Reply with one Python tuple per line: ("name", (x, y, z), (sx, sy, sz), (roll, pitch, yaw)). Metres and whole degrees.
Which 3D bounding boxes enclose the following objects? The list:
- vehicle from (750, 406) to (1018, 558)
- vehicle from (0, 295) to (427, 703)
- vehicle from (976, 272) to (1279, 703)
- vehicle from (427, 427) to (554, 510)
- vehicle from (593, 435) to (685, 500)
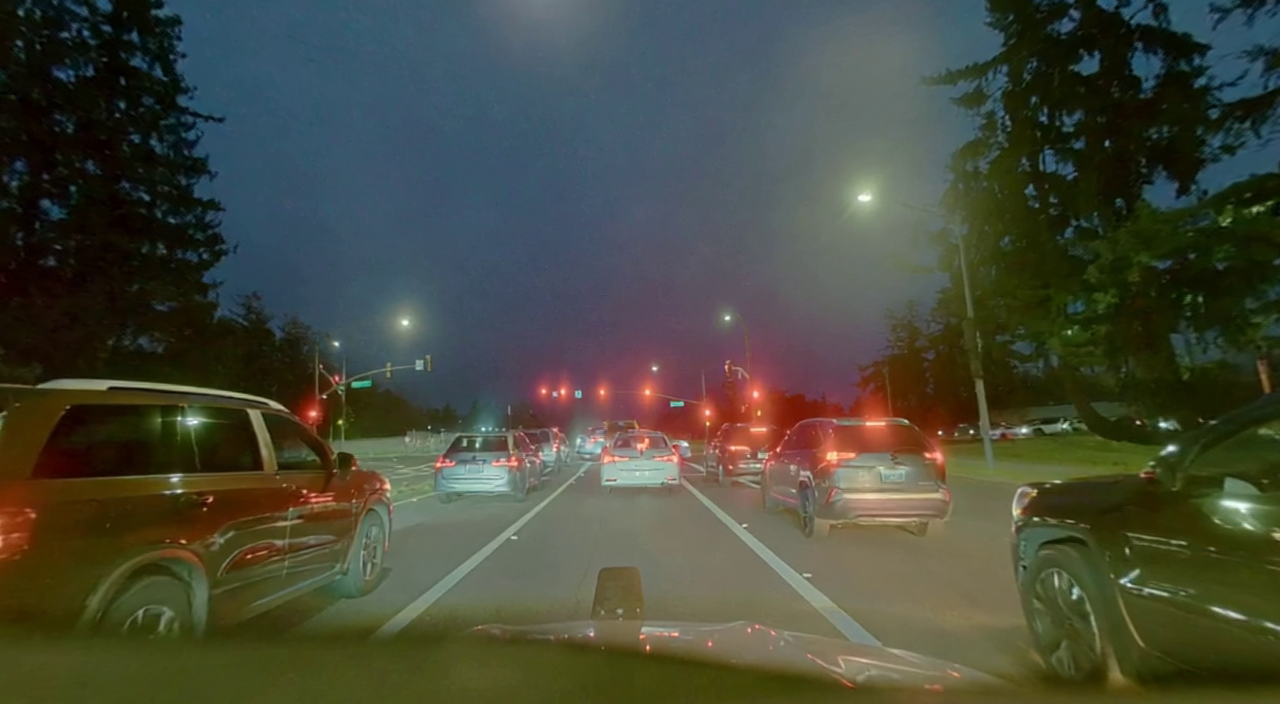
("vehicle", (3.129, 1.771, 9.311), (2.074, 1.685, 4.387), (0, -8, -2))
("vehicle", (-3.227, 1.012, 4.209), (2.079, 1.756, 4.676), (0, -8, -2))
("vehicle", (3.344, 0.561, 1.672), (2.111, 1.839, 4.857), (0, -8, -1))
("vehicle", (-3.135, 2.531, 14.128), (1.896, 1.546, 4.378), (0, -8, -2))
("vehicle", (-0.088, 2.866, 16.024), (2.076, 1.438, 3.770), (0, -8, -2))
